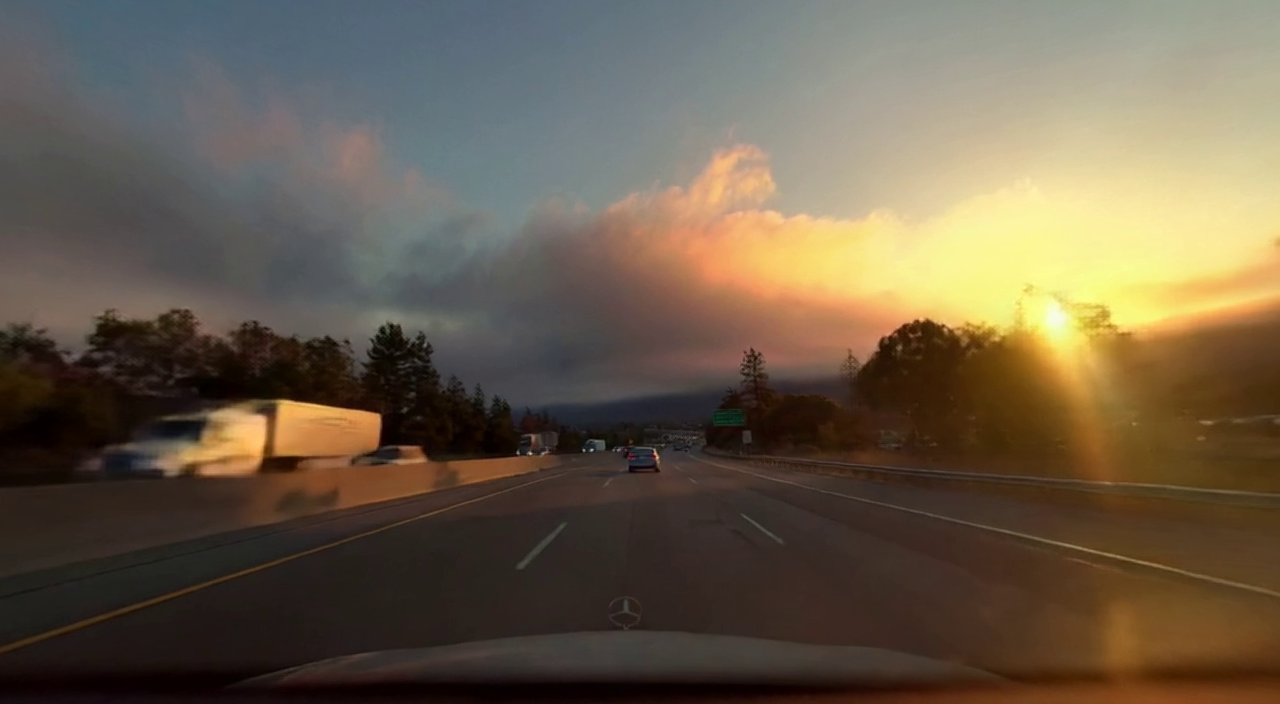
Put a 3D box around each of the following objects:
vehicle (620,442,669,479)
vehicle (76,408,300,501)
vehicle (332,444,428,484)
[{"bbox_3d":[0.261,5.239,30.746,2.231,1.652,4.503,0,-9,1],"label":"vehicle"},{"bbox_3d":[-15.142,3.546,22.024,2.194,2.676,7.360,0,-9,1],"label":"vehicle"},{"bbox_3d":[-11.100,4.810,27.324,2.000,1.544,4.908,0,-9,1],"label":"vehicle"}]
